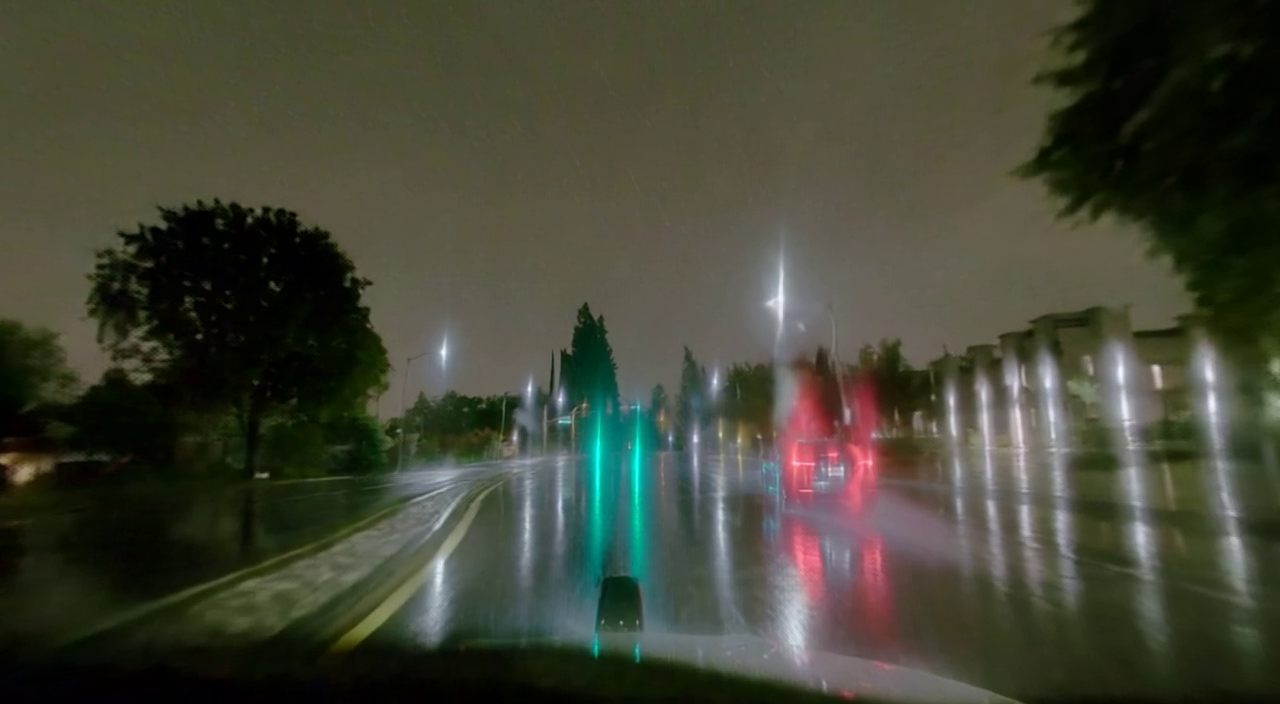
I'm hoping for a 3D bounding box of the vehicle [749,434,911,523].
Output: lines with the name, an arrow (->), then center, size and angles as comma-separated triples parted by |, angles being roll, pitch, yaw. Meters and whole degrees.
vehicle -> 3.510, 2.417, 12.575 | 1.852, 1.453, 4.083 | 0, -9, -1
